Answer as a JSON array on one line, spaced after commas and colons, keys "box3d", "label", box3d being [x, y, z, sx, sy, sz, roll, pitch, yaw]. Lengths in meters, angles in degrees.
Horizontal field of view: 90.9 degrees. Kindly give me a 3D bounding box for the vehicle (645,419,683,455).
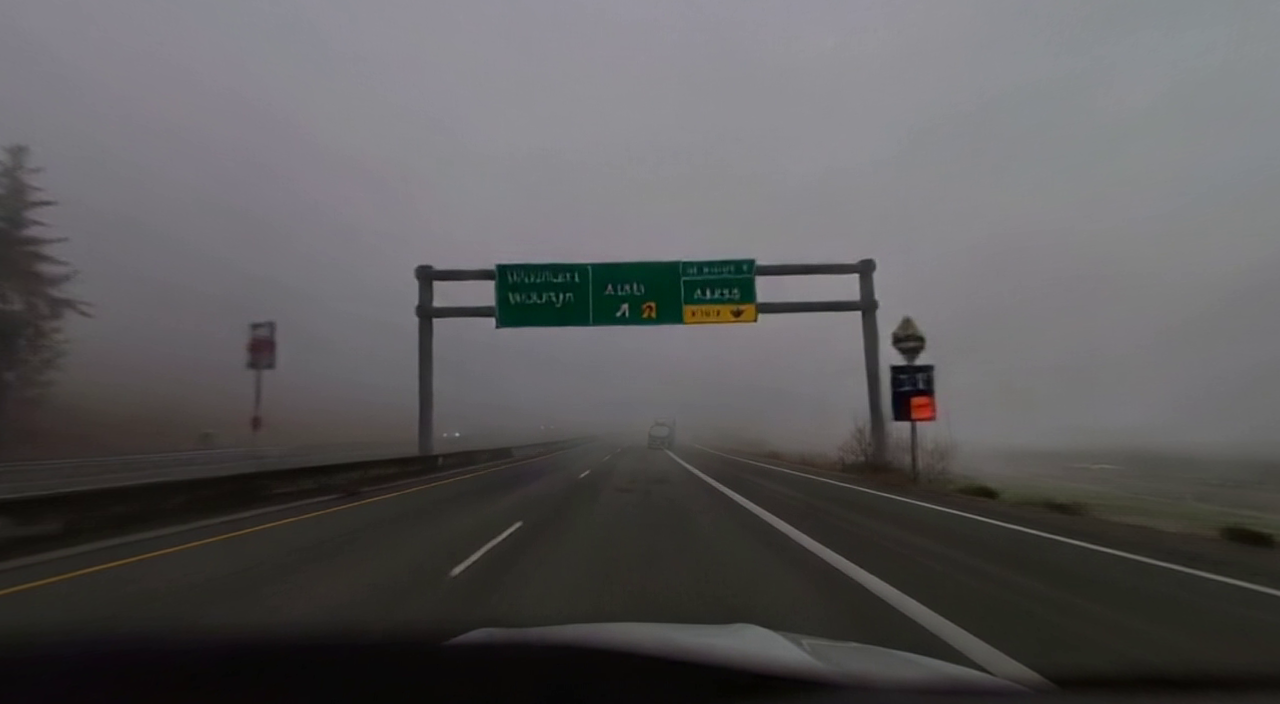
[{"box3d": [1.639, 5.893, 43.643, 2.450, 2.314, 4.753, 0, -8, 2], "label": "vehicle"}]
